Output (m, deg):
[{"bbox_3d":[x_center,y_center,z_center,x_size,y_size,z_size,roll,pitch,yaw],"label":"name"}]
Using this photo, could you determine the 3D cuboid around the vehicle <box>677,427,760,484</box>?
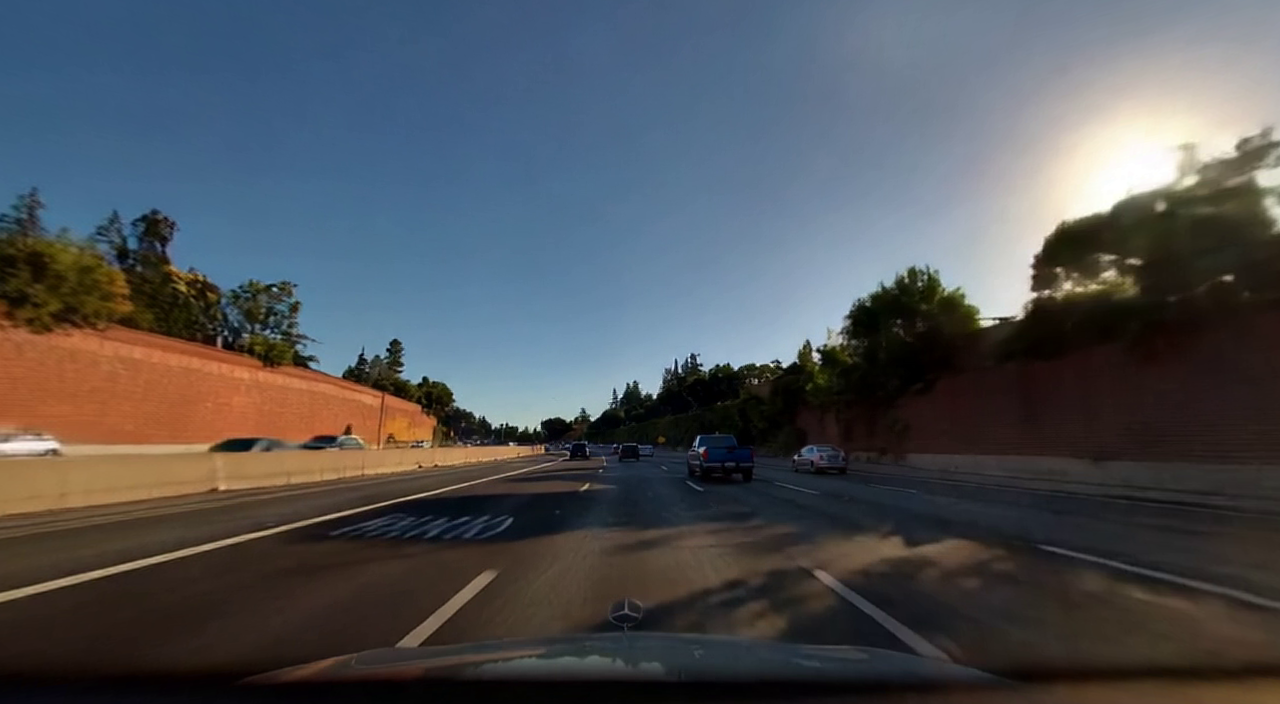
[{"bbox_3d":[2.911,4.017,24.802,2.374,1.952,5.431,0,-8,-2],"label":"vehicle"}]

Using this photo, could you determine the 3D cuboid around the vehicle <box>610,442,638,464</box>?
[{"bbox_3d":[-1.281,7.795,48.938,2.050,1.607,3.821,0,-8,-3],"label":"vehicle"}]

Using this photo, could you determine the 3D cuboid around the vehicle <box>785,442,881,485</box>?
[{"bbox_3d":[7.304,4.261,24.535,1.976,1.485,4.925,0,-8,-3],"label":"vehicle"}]

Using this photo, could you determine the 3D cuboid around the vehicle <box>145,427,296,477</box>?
[{"bbox_3d":[-13.878,3.346,21.275,2.044,1.488,4.527,0,-8,-1],"label":"vehicle"}]

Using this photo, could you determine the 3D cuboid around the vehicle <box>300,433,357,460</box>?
[{"bbox_3d":[-23.027,7.007,46.835,2.101,1.868,4.631,0,-8,-3],"label":"vehicle"}]
